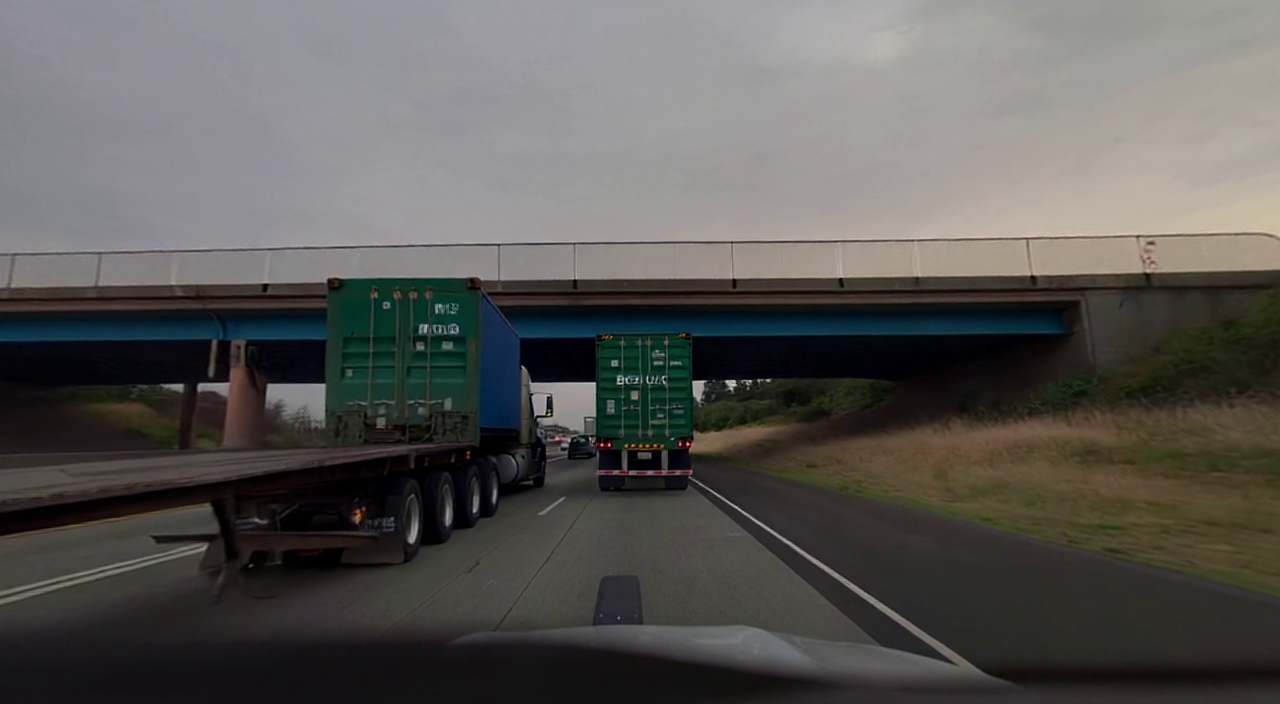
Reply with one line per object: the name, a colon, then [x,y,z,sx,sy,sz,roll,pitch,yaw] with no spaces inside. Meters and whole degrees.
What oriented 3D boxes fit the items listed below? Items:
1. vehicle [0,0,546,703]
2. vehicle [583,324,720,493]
vehicle: [-3.637,0.344,7.827,2.873,4.198,13.317,0,-9,0]
vehicle: [0.267,1.933,19.591,3.357,4.212,7.519,0,-9,0]
